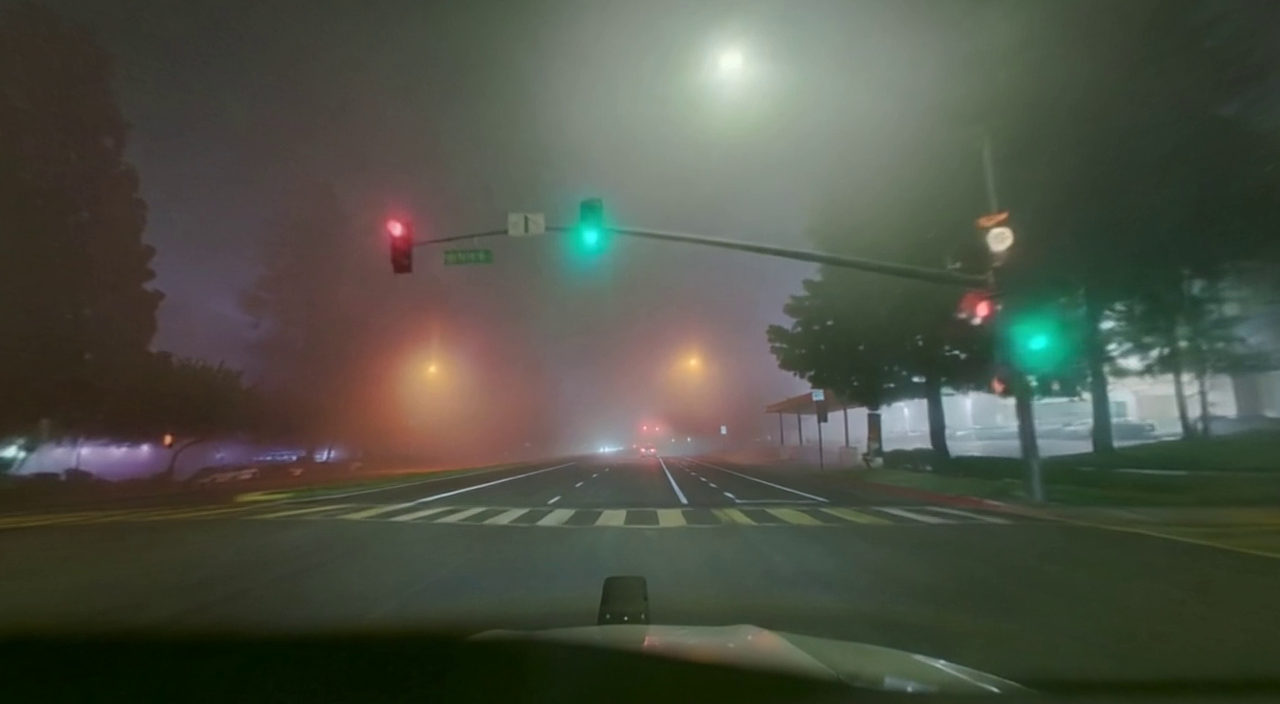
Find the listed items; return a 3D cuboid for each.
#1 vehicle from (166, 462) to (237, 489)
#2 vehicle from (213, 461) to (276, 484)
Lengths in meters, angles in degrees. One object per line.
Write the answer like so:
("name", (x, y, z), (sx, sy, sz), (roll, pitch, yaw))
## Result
("vehicle", (-29.538, 8.311, 42.631), (1.807, 1.534, 4.156), (0, -8, 0))
("vehicle", (-29.564, 9.006, 47.225), (1.815, 1.531, 4.544), (0, -8, -1))
